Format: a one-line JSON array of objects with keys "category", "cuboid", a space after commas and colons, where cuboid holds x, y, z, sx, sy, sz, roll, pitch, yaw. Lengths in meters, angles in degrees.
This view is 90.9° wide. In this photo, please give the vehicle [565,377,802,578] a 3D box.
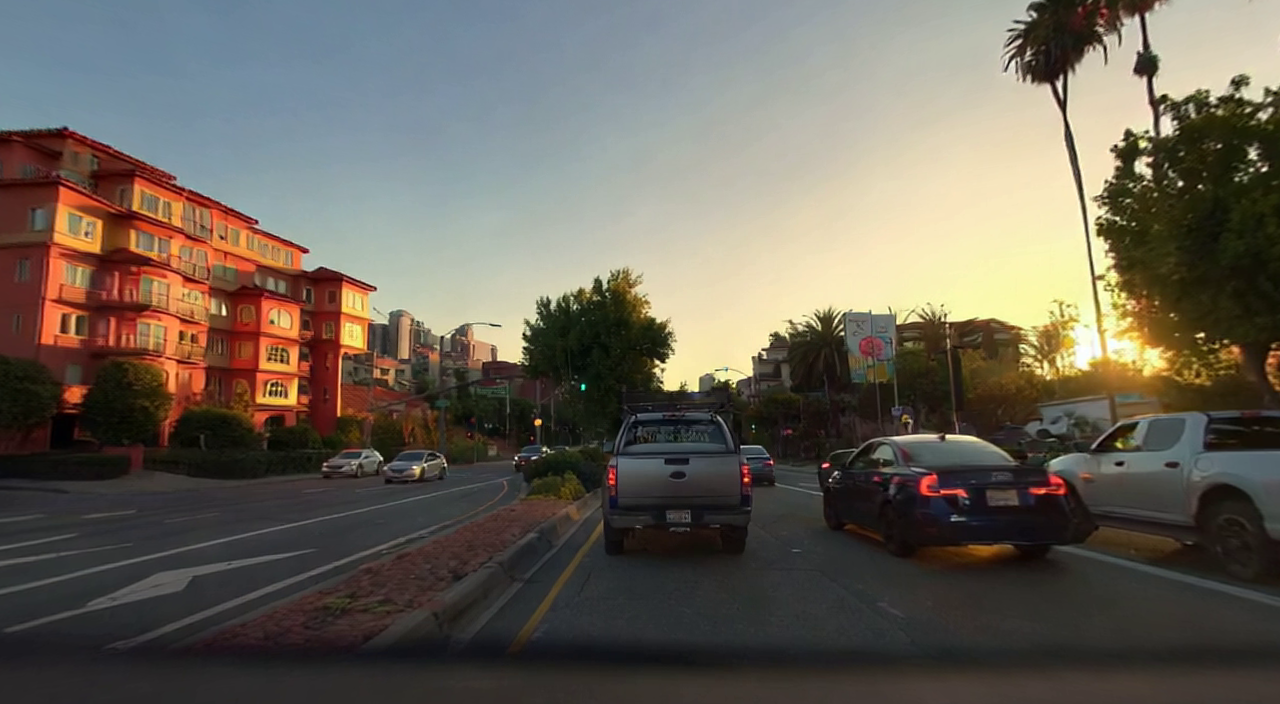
[{"category": "vehicle", "cuboid": [0.507, 1.731, 9.454, 2.487, 2.115, 5.444, 0, -9, 1]}]

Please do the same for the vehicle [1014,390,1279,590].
[{"category": "vehicle", "cuboid": [7.476, 1.624, 7.935, 2.215, 1.973, 5.323, 0, -9, 0]}]

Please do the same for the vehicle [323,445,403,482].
[{"category": "vehicle", "cuboid": [-14.810, 5.971, 34.075, 2.061, 1.804, 4.671, -1, -9, 2]}]

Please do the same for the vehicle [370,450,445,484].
[{"category": "vehicle", "cuboid": [-11.337, 5.613, 31.127, 2.031, 1.534, 4.079, -1, -9, 2]}]

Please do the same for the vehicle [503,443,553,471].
[{"category": "vehicle", "cuboid": [-7.476, 7.052, 42.506, 2.268, 1.733, 4.821, -1, -9, 3]}]

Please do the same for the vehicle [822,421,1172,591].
[{"category": "vehicle", "cuboid": [3.982, 1.773, 8.092, 2.072, 1.595, 4.124, 0, -9, 1]}]
